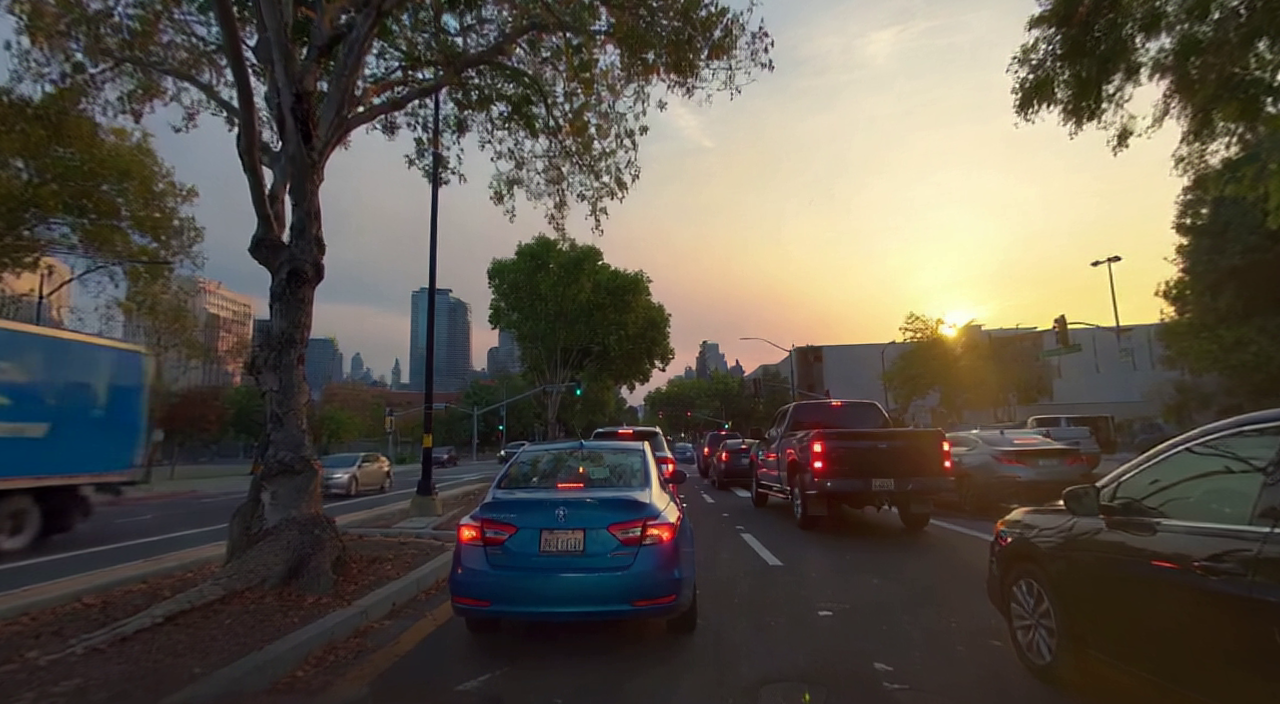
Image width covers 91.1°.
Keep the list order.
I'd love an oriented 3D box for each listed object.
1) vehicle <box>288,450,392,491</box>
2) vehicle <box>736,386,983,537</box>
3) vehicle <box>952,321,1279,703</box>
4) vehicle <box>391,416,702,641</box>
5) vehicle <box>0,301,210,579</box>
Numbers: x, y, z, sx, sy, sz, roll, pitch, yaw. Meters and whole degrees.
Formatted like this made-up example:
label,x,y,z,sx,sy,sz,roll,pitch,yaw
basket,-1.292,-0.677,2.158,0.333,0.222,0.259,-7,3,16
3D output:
label,x,y,z,sx,sy,sz,roll,pitch,yaw
vehicle,-12.252,4.828,26.043,1.957,1.506,4.706,0,-9,1
vehicle,3.510,1.949,11.712,2.444,2.098,5.766,0,-8,-1
vehicle,3.158,0.754,2.089,1.982,1.709,4.427,0,-9,1
vehicle,-0.583,1.500,6.340,2.111,1.506,4.018,0,-9,1
vehicle,-9.086,0.934,6.717,2.931,3.265,8.387,0,-9,0
